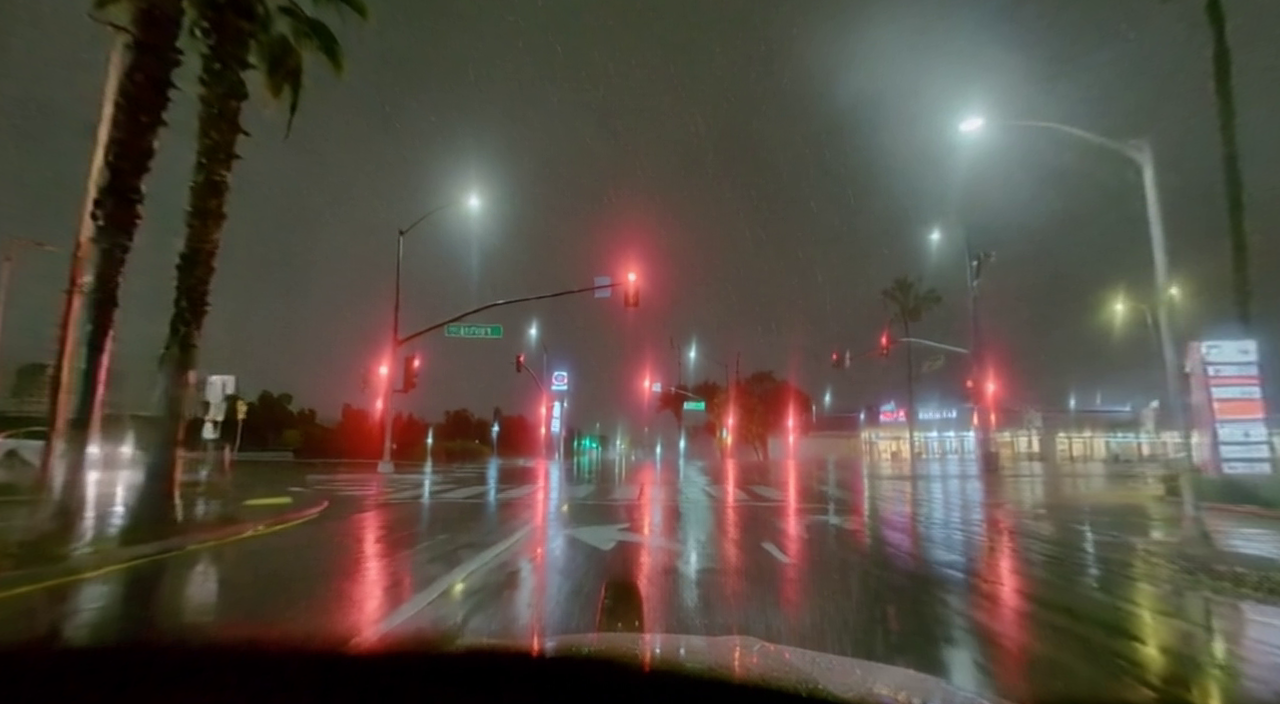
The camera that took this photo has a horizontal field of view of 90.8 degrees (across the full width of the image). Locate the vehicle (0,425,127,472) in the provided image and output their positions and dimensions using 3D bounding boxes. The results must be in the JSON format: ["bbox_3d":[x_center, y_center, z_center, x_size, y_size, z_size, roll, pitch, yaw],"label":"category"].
[{"bbox_3d":[-22.225,3.595,23.538,4.350,1.624,2.023,0,-9,-2],"label":"vehicle"}]
